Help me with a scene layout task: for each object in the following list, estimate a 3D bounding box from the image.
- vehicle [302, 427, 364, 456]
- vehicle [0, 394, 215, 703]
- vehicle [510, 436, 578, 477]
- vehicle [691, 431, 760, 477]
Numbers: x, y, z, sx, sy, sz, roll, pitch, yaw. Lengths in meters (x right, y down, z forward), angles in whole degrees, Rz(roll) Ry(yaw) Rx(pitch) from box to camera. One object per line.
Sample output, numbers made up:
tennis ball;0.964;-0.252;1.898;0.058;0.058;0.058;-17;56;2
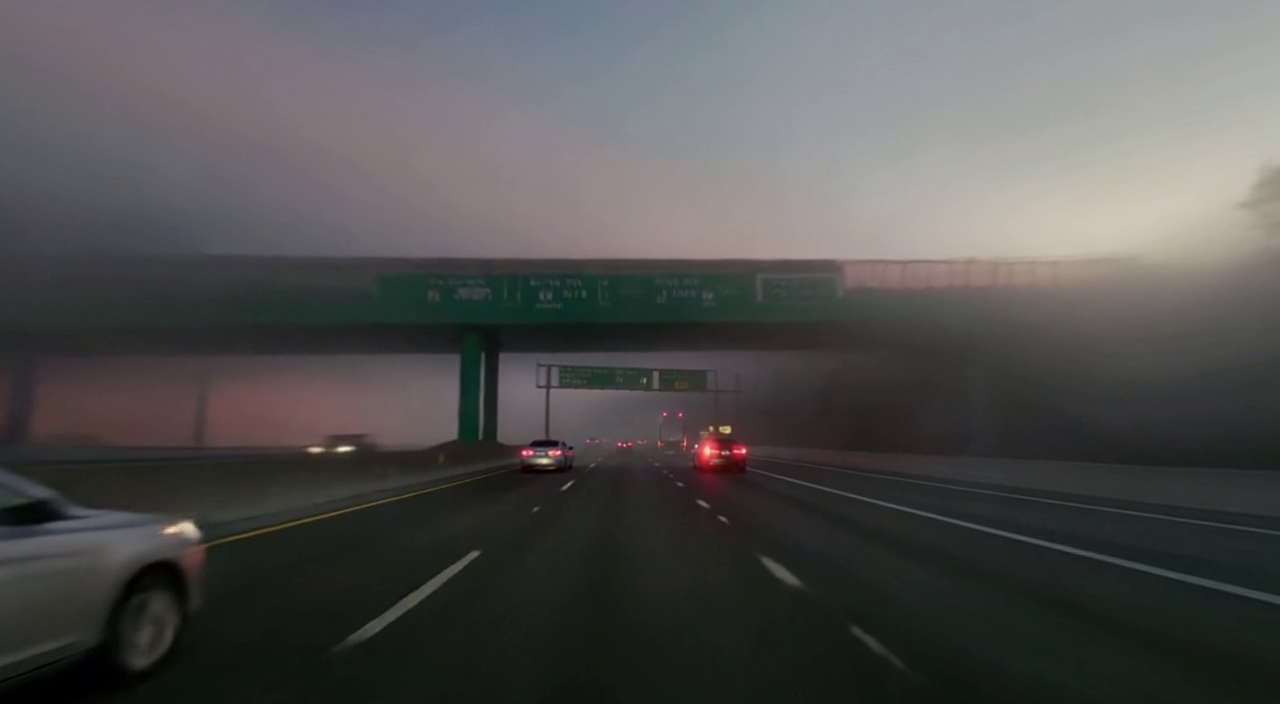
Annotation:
vehicle;-20.239;5.917;41.698;2.027;1.792;4.238;0;-8;-1
vehicle;-3.567;0.760;1.375;2.122;1.486;4.532;0;-8;0
vehicle;-3.748;4.172;25.444;2.064;1.479;4.370;0;-8;0
vehicle;3.219;3.947;24.582;2.001;1.625;4.088;0;-8;-2
